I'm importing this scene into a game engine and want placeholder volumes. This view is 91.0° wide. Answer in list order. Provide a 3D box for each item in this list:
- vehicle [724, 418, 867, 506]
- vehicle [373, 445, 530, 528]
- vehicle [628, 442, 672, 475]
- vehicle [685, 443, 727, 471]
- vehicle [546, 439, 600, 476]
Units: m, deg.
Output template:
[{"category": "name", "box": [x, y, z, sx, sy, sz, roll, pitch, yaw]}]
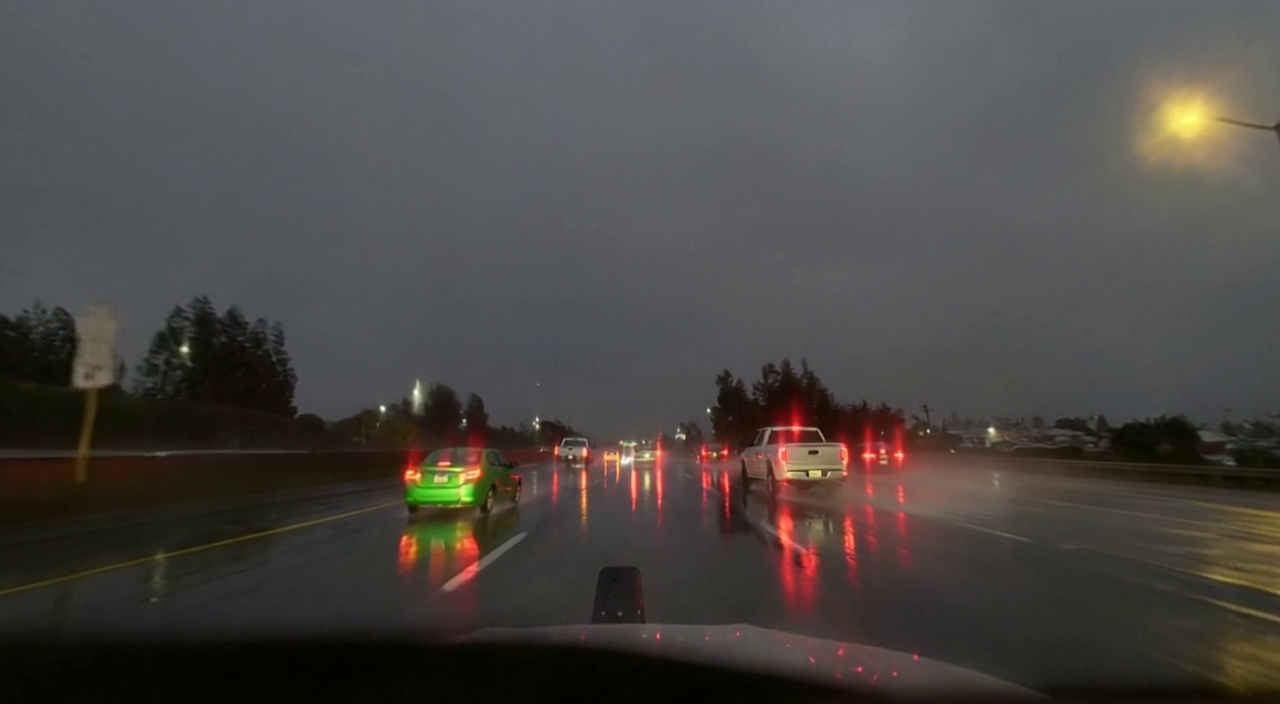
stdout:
[{"category": "vehicle", "box": [3.792, 2.838, 16.674, 2.340, 1.925, 5.529, 0, -9, -1]}, {"category": "vehicle", "box": [-3.705, 2.702, 13.290, 1.947, 1.424, 4.264, 0, -9, 1]}, {"category": "vehicle", "box": [0.520, 5.580, 33.163, 2.147, 1.572, 4.094, 0, -9, 0]}, {"category": "vehicle", "box": [4.130, 6.680, 40.342, 2.145, 1.636, 4.437, 0, -9, -1]}, {"category": "vehicle", "box": [-3.394, 5.484, 33.019, 2.176, 1.783, 4.799, 0, -9, 1]}]
